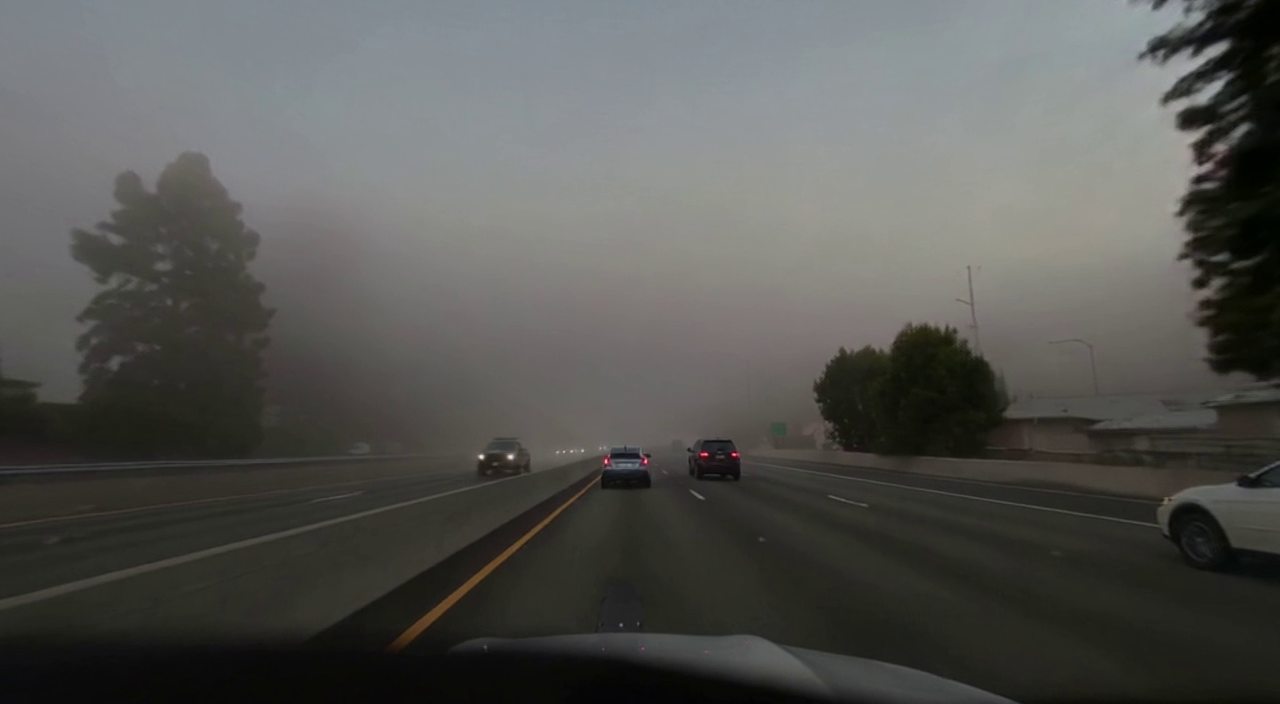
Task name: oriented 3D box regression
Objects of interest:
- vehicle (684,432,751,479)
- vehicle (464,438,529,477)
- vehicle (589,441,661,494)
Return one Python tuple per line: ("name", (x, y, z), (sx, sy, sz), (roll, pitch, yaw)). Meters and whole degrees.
("vehicle", (3.197, 4.399, 27.038), (2.186, 1.842, 4.553), (0, -9, -2))
("vehicle", (-7.318, 5.448, 32.853), (2.205, 1.832, 5.001), (0, -9, 0))
("vehicle", (-0.413, 3.536, 19.657), (2.040, 1.451, 3.736), (0, -9, 0))
